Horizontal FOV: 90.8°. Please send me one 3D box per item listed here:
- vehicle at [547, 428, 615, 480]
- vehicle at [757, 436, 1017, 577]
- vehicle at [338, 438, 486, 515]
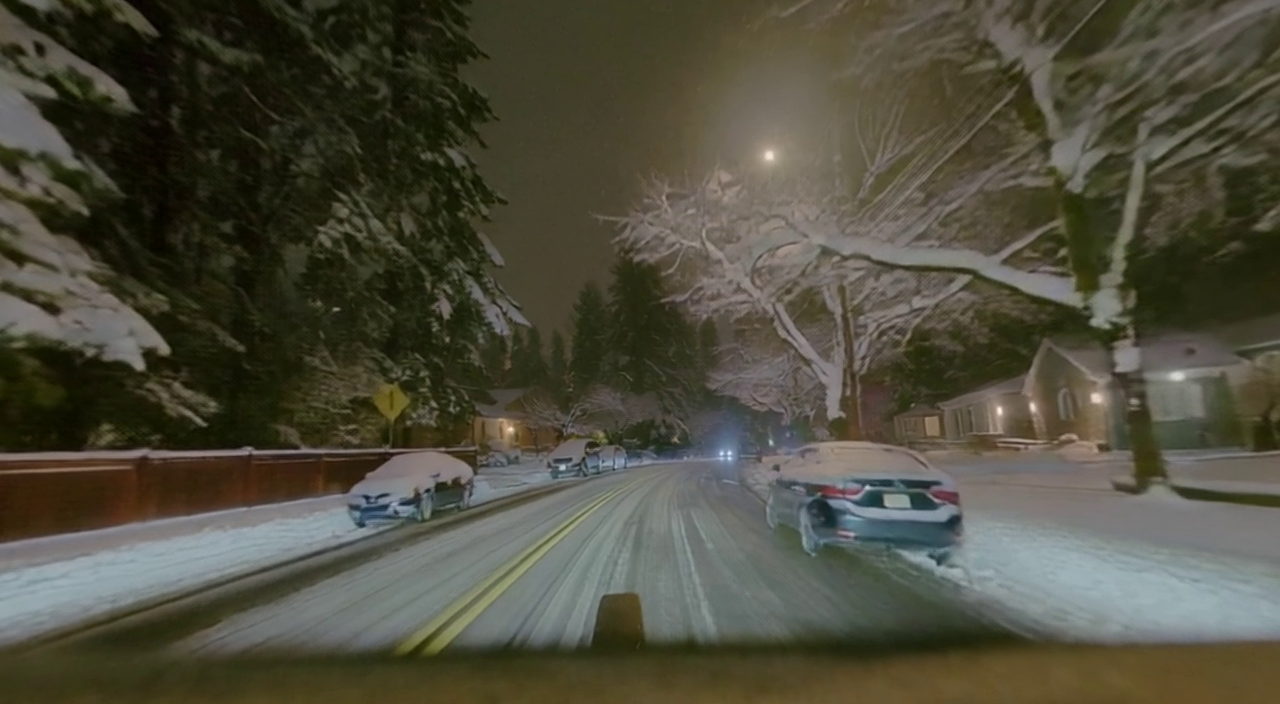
[{"bbox_3d":[-3.184,5.913,35.738,2.334,2.126,6.444,-6,-15,7],"label":"vehicle"},{"bbox_3d":[3.018,1.958,8.852,1.972,1.460,4.137,-1,-8,0],"label":"vehicle"},{"bbox_3d":[-5.455,3.233,15.815,2.005,1.557,4.172,-3,-15,2],"label":"vehicle"}]
